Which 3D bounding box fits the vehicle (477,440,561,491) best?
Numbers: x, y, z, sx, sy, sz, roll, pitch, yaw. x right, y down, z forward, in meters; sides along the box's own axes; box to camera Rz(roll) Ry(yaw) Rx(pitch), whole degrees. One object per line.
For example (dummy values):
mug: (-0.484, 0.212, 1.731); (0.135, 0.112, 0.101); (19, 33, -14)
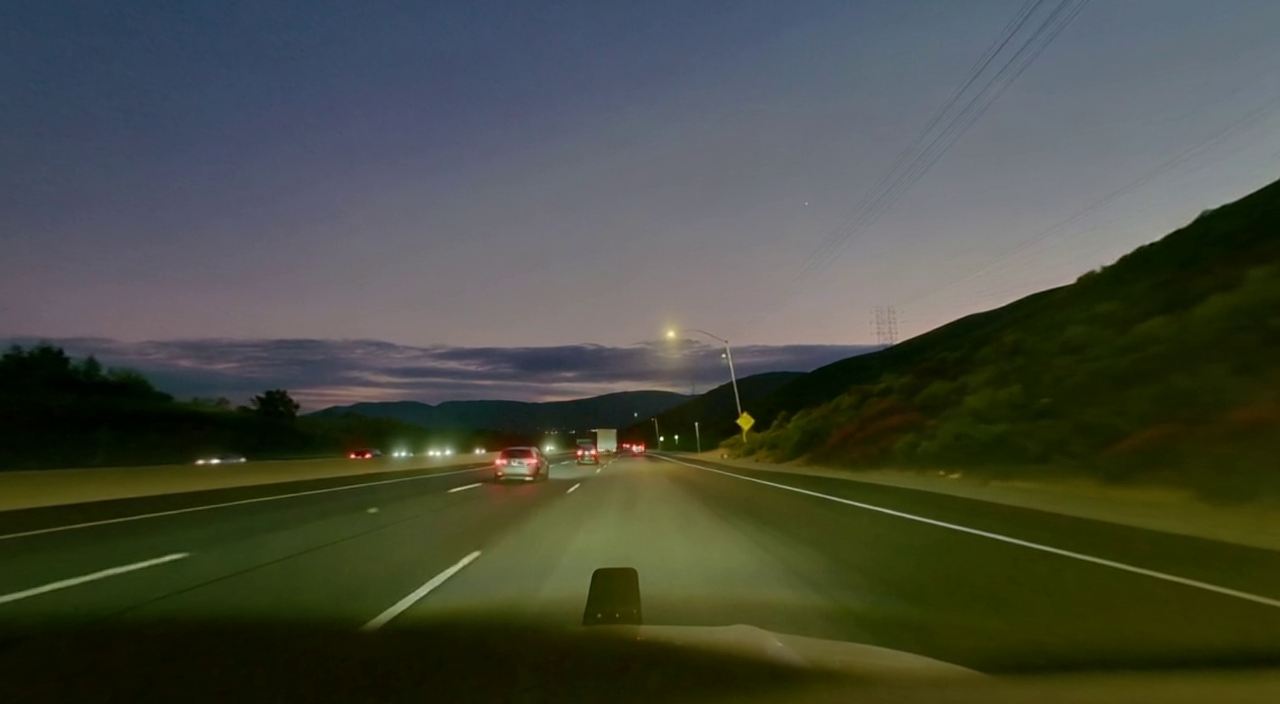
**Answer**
vehicle: (-3.978, 3.816, 21.560); (1.963, 1.533, 4.477); (0, -9, 0)
